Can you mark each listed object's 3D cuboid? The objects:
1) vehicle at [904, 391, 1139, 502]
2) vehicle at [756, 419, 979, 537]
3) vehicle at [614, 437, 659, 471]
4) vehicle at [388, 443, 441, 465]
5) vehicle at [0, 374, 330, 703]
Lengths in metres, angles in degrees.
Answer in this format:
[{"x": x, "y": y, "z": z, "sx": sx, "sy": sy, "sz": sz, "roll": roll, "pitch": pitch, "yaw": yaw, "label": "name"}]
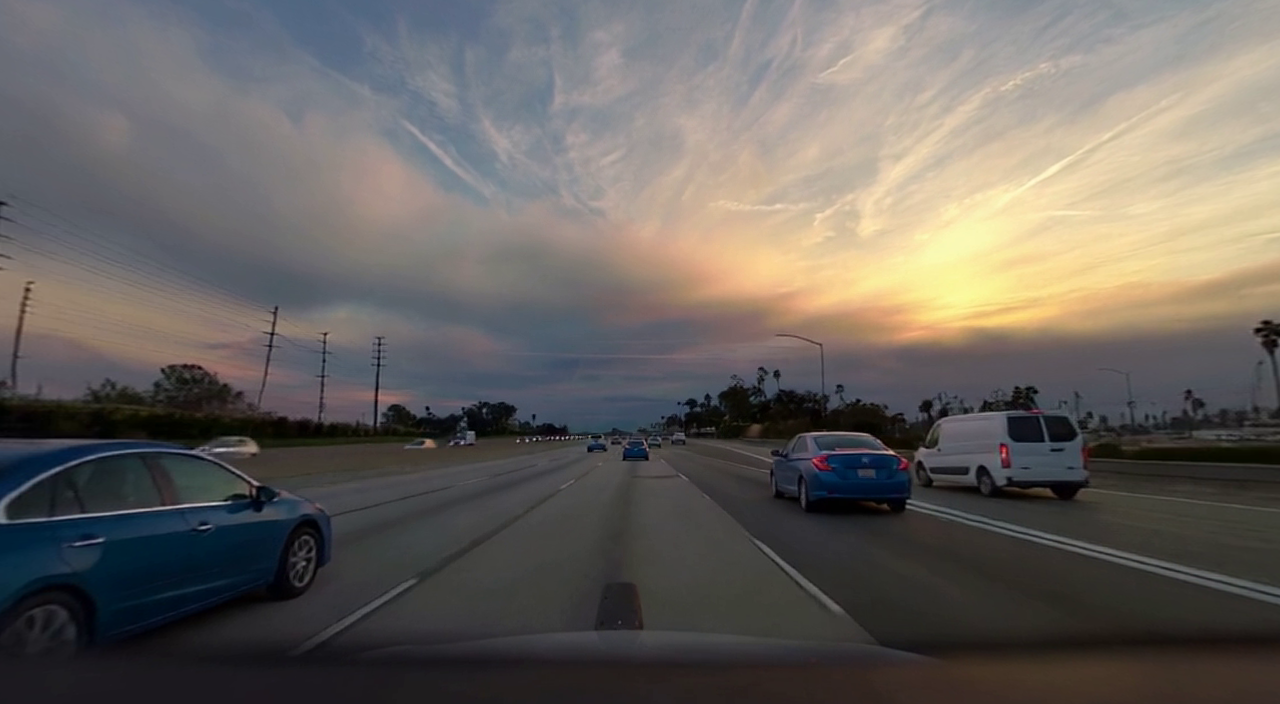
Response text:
[{"x": 9.114, "y": 2.358, "z": 15.889, "sx": 2.349, "sy": 2.280, "sz": 5.423, "roll": 0, "pitch": -8, "yaw": -2, "label": "vehicle"}, {"x": 3.443, "y": 1.994, "z": 10.644, "sx": 1.995, "sy": 1.533, "sz": 4.463, "roll": 0, "pitch": -8, "yaw": -2, "label": "vehicle"}, {"x": -0.205, "y": 4.879, "z": 30.353, "sx": 2.019, "sy": 1.472, "sz": 3.971, "roll": 0, "pitch": -8, "yaw": -1, "label": "vehicle"}, {"x": -16.008, "y": 7.239, "z": 44.938, "sx": 1.997, "sy": 1.490, "sz": 4.490, "roll": -1, "pitch": -8, "yaw": 1, "label": "vehicle"}, {"x": -3.922, "y": 0.987, "z": 3.346, "sx": 2.251, "sy": 1.575, "sz": 4.488, "roll": 0, "pitch": -8, "yaw": 0, "label": "vehicle"}]
